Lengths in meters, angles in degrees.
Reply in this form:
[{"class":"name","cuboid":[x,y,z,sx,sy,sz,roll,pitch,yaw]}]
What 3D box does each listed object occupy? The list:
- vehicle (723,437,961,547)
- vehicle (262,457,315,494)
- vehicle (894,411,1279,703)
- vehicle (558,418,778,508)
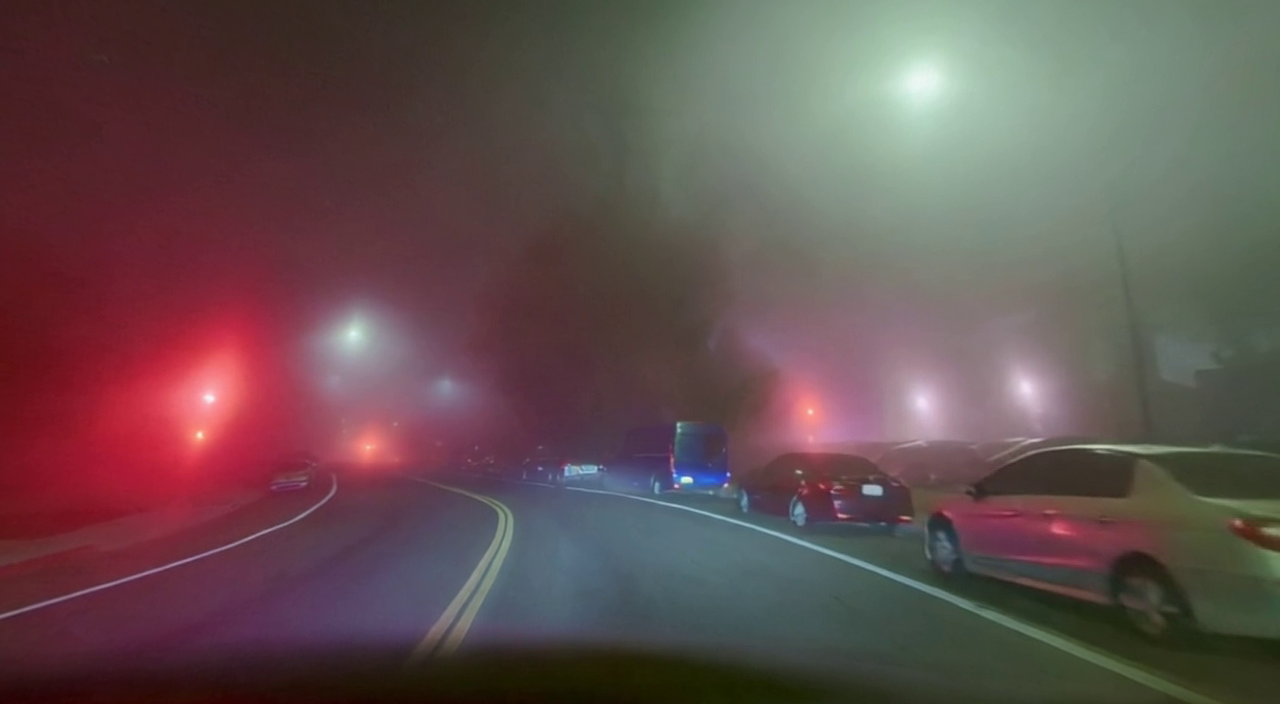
[{"class":"vehicle","cuboid":[3.137,2.290,11.042,1.957,1.479,4.554,2,-9,-11]},{"class":"vehicle","cuboid":[-16.299,5.669,29.266,1.950,1.489,4.214,3,-10,-28]},{"class":"vehicle","cuboid":[3.928,1.285,4.719,1.961,1.456,4.569,0,-9,-3]},{"class":"vehicle","cuboid":[0.184,3.609,20.907,3.041,2.164,10.370,2,-10,-23]}]
